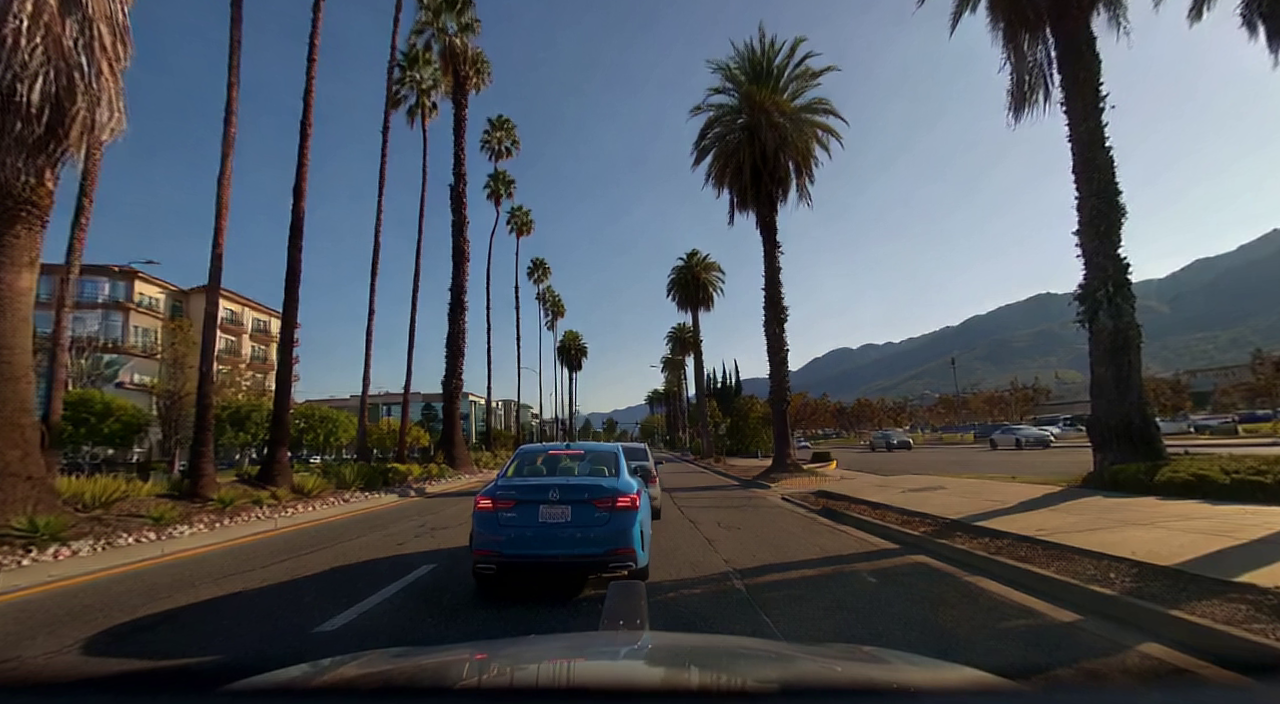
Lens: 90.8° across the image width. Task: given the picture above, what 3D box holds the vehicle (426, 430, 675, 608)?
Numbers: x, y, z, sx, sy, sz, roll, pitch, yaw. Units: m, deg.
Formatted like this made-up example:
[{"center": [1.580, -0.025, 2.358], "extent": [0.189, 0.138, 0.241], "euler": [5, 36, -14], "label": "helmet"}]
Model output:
[{"center": [-0.821, 1.686, 7.295], "extent": [2.067, 1.459, 3.886], "euler": [0, -8, -2], "label": "vehicle"}]

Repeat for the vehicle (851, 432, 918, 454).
[{"center": [19.202, 7.200, 49.800], "extent": [1.925, 1.652, 4.490], "euler": [6, -10, -34], "label": "vehicle"}]
